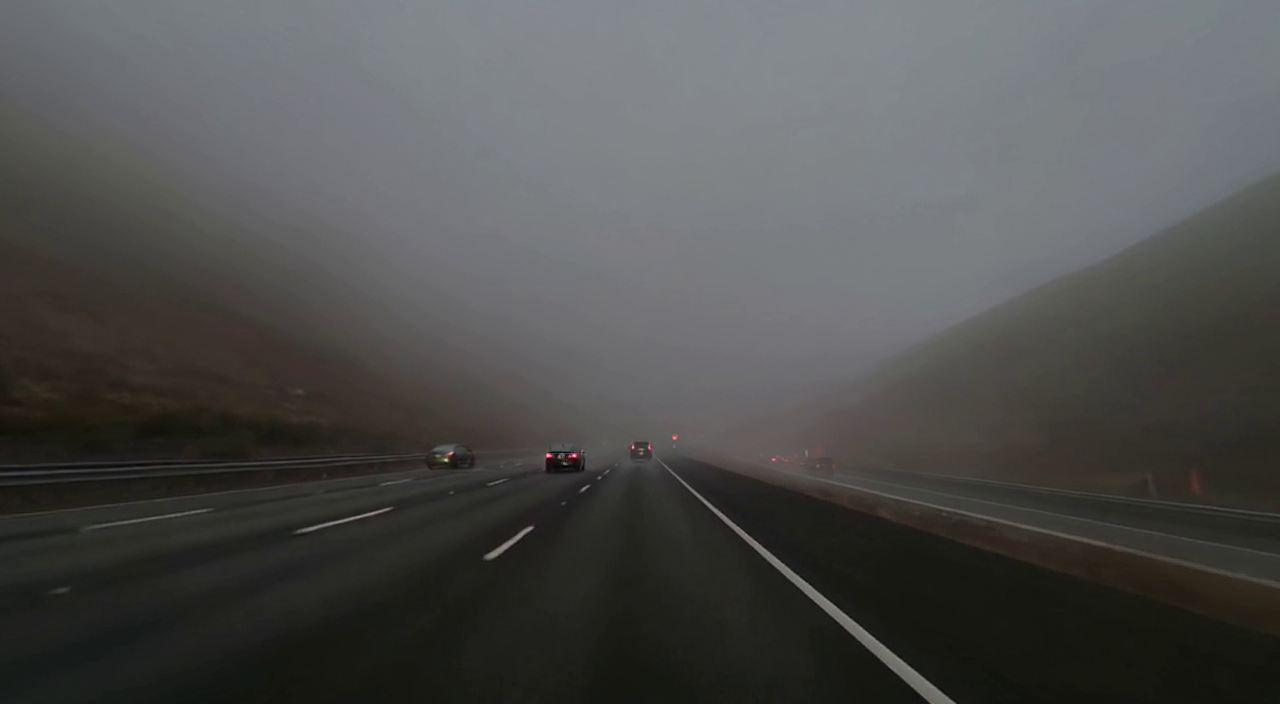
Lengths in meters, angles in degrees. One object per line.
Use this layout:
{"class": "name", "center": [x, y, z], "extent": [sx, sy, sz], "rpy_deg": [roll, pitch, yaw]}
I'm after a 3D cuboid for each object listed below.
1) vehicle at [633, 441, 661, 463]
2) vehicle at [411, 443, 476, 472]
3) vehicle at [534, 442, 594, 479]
{"class": "vehicle", "center": [0.555, 7.836, 49.562], "extent": [2.138, 1.674, 4.044], "rpy_deg": [0, -8, 0]}
{"class": "vehicle", "center": [-10.822, 5.844, 35.189], "extent": [1.945, 1.466, 4.947], "rpy_deg": [-1, -8, 1]}
{"class": "vehicle", "center": [-3.387, 4.922, 28.956], "extent": [2.080, 1.505, 4.649], "rpy_deg": [-1, -8, 1]}
